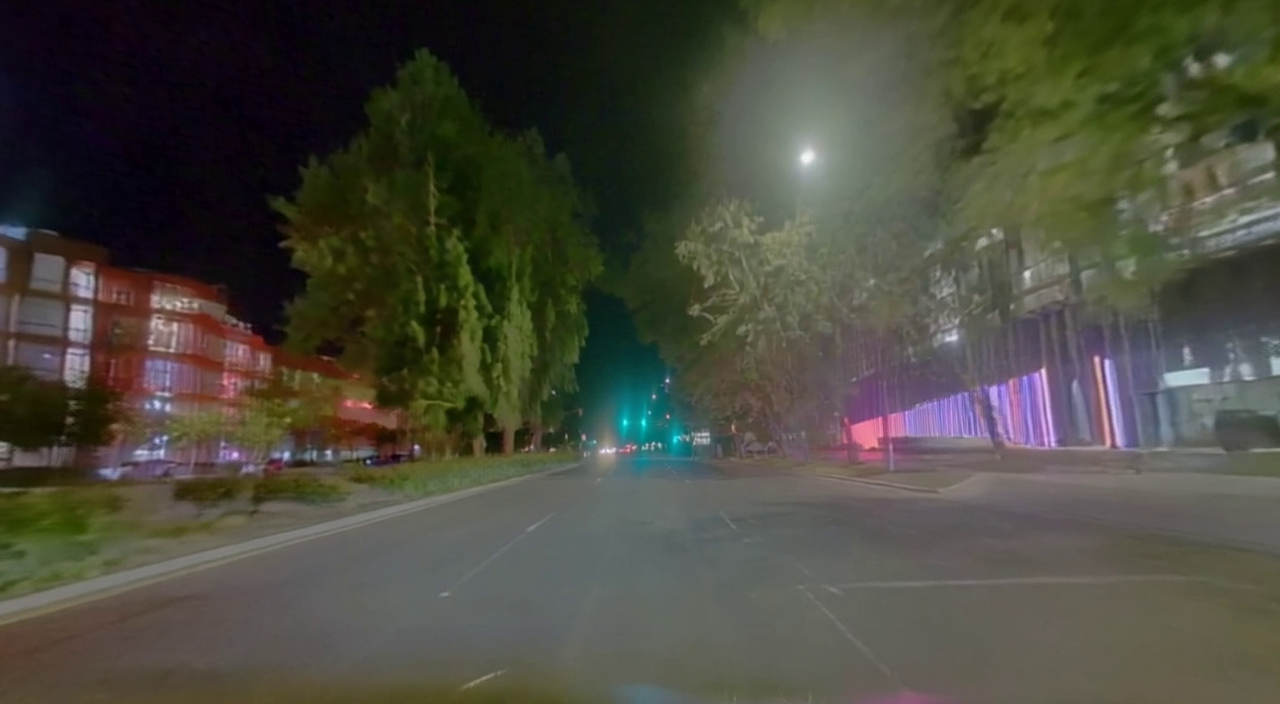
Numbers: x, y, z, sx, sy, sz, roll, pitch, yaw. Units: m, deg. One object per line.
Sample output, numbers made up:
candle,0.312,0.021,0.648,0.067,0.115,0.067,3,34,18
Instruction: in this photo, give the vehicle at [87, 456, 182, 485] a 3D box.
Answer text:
vehicle,-35.167,8.223,43.922,4.912,1.775,1.996,7,-12,-42
